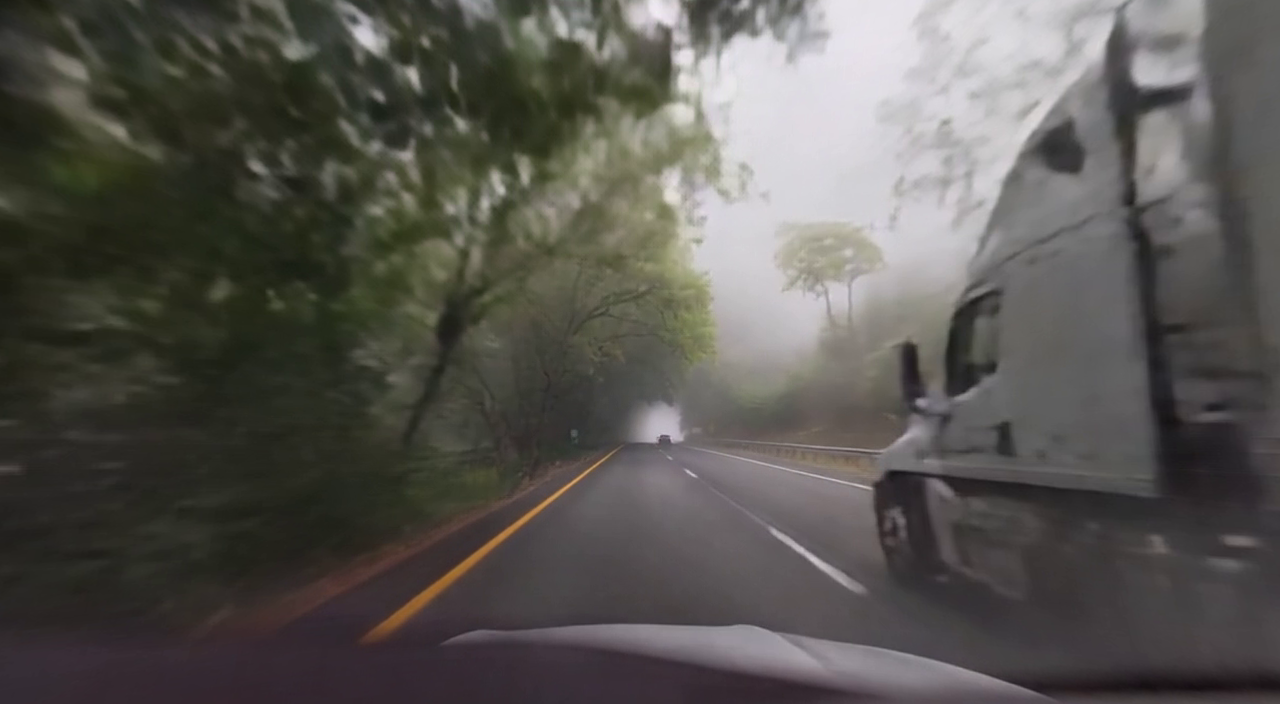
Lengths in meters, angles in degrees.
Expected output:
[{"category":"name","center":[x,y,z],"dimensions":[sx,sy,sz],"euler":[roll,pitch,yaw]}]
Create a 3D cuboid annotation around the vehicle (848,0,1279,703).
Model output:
[{"category":"vehicle","center":[4.159,0.012,4.783],"dimensions":[2.982,3.909,5.794],"euler":[0,-7,-1]}]
